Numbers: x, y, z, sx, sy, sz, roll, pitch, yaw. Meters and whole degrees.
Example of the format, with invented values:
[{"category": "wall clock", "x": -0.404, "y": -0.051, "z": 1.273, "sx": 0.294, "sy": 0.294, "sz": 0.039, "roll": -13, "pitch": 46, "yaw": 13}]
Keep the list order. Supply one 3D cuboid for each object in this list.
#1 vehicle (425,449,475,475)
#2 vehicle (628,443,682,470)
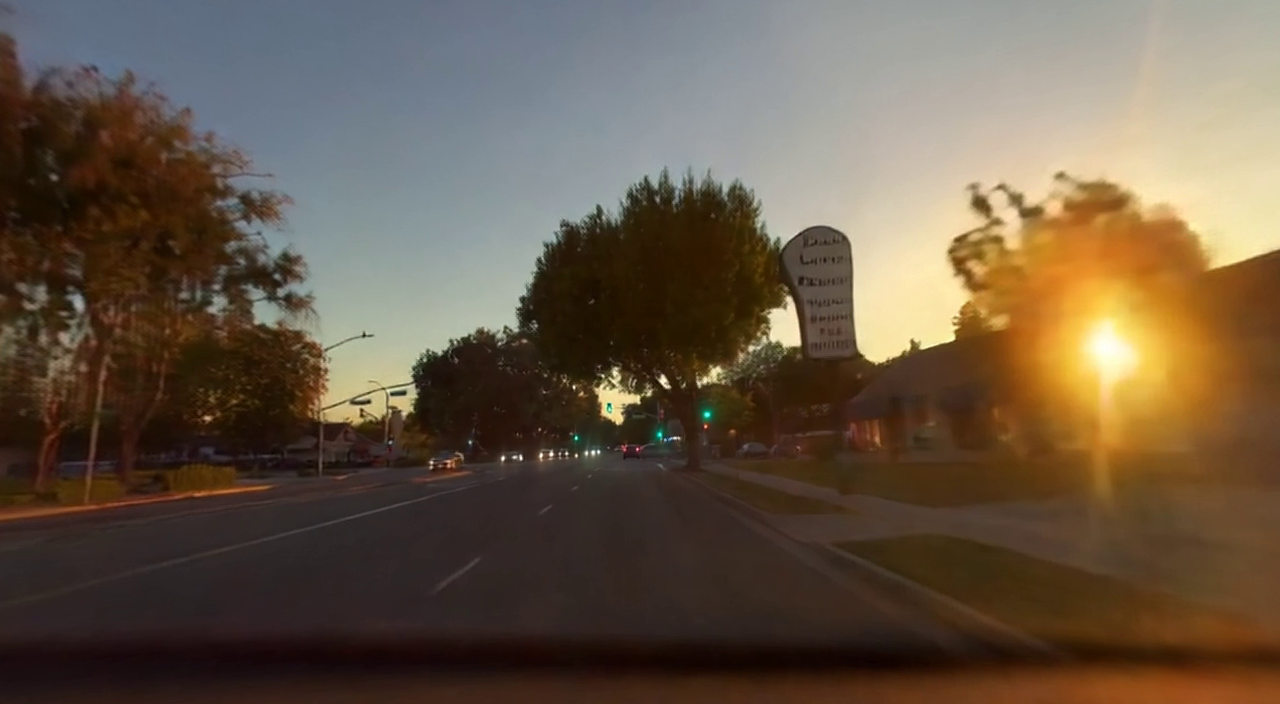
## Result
[{"category": "vehicle", "x": -13.257, "y": 7.695, "z": 44.214, "sx": 2.145, "sy": 1.660, "sz": 4.423, "roll": 0, "pitch": -9, "yaw": 0}, {"category": "vehicle", "x": 1.071, "y": 6.742, "z": 40.845, "sx": 2.191, "sy": 1.607, "sz": 4.361, "roll": -3, "pitch": -9, "yaw": 21}]
